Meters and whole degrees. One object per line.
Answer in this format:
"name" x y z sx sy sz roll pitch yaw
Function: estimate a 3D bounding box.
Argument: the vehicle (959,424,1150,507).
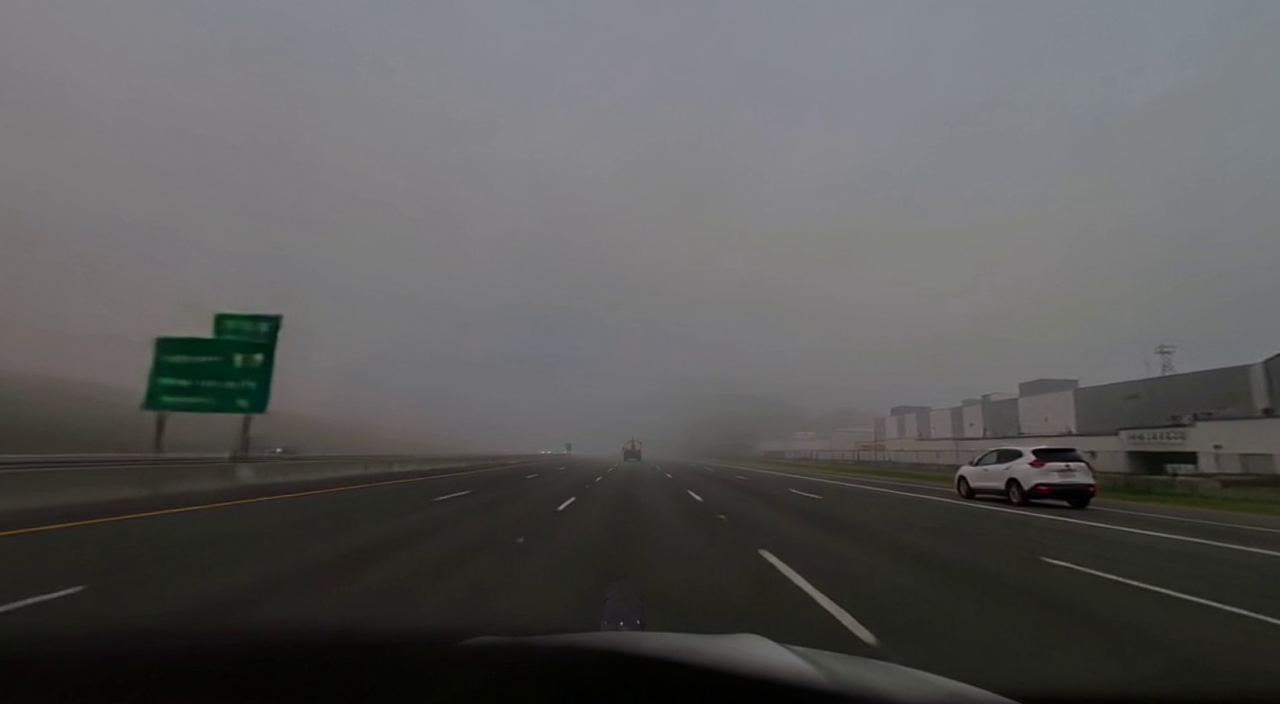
"vehicle" 13.147 3.649 20.646 2.411 2.326 5.300 0 -9 -2
